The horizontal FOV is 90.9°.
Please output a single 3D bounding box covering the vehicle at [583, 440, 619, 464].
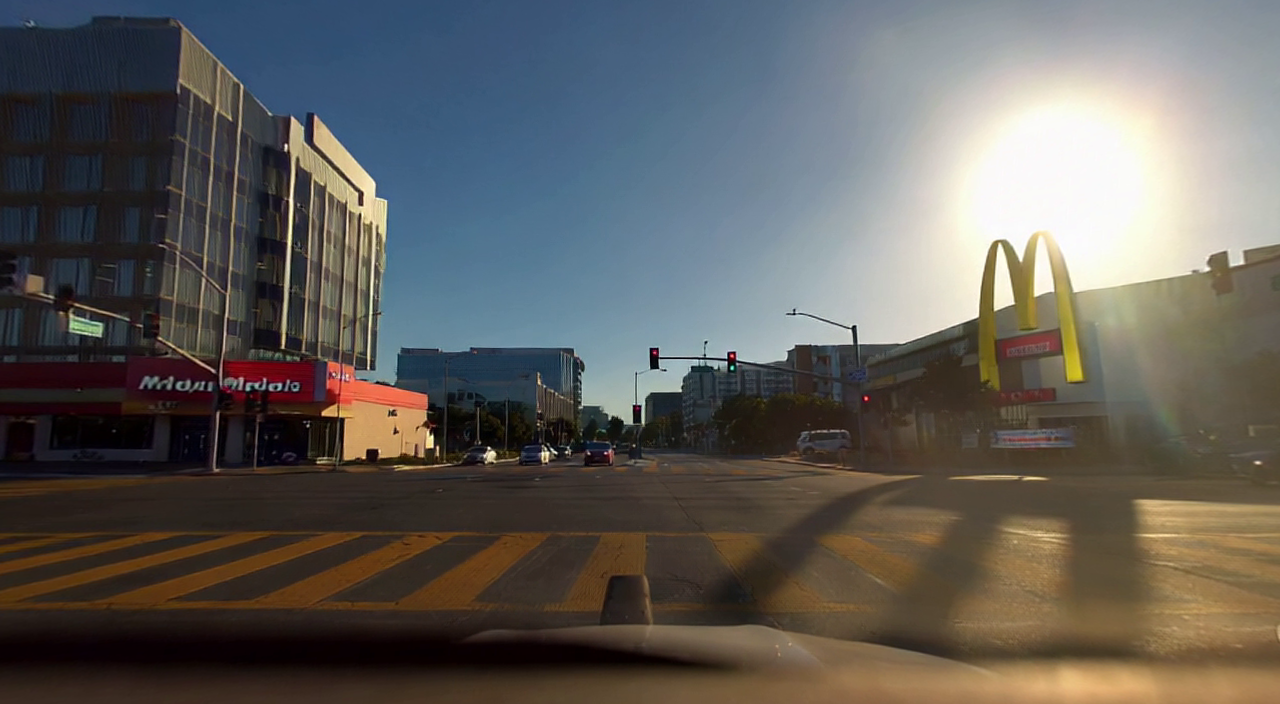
[{"bbox_3d":[-2.524,6.626,41.908,2.104,1.468,4.195,0,-8,1],"label":"vehicle"}]
